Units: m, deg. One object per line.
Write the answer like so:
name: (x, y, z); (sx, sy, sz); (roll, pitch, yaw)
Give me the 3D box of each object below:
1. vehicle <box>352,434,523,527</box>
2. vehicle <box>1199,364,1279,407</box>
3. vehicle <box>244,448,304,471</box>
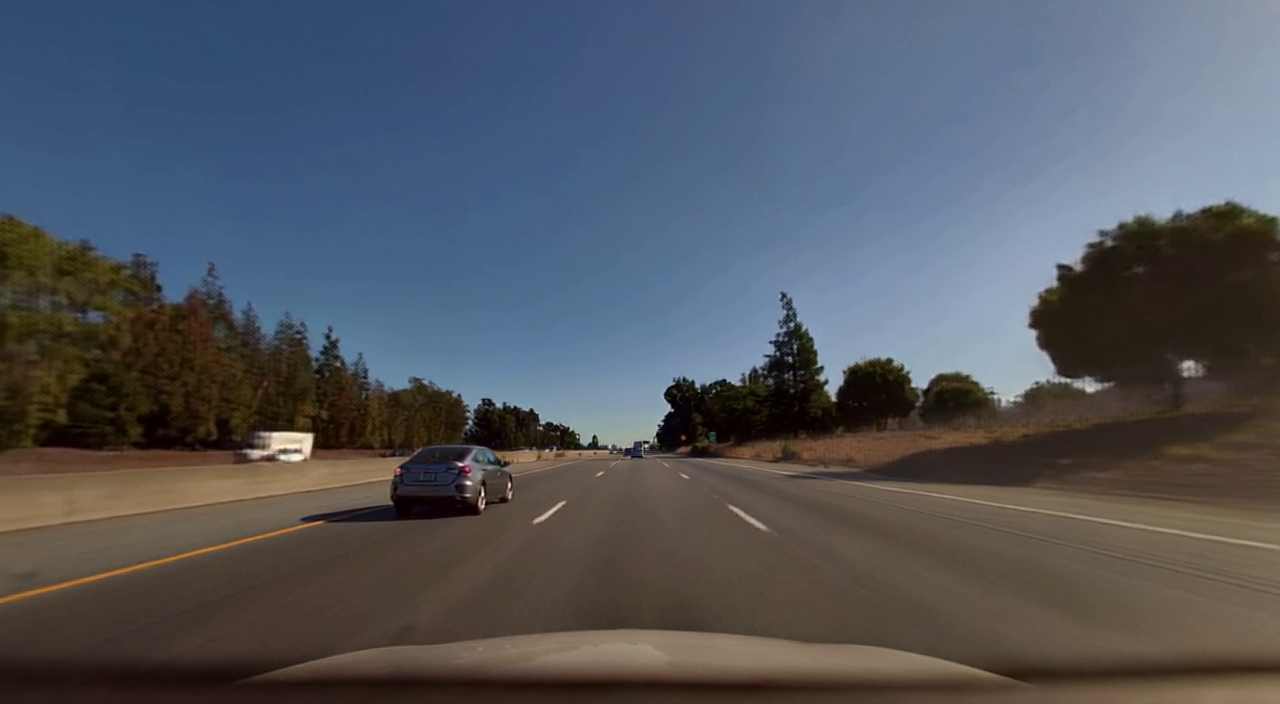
vehicle: (-3.819, 2.490, 12.853); (2.050, 1.547, 4.266); (0, -8, 0)
vehicle: (31.389, 1.717, 31.817); (2.014, 1.774, 4.550); (1, -9, -5)
vehicle: (-28.447, 8.346, 49.268); (1.895, 1.645, 4.647); (0, -8, 0)
